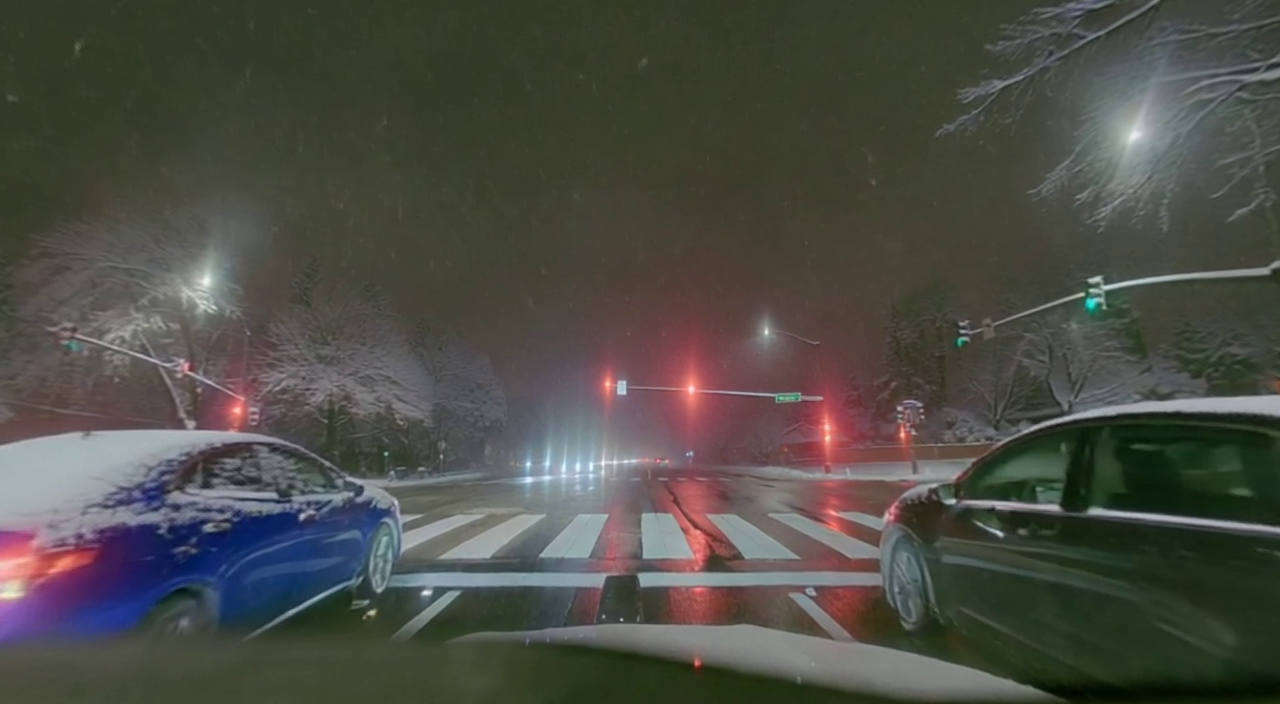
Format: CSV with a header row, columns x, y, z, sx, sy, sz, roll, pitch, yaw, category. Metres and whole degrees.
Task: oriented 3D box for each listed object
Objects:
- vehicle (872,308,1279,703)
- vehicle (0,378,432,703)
x,y,z,sx,sy,sz,roll,pitch,yaw,category
2.873,0.838,2.628,2.099,1.671,4.491,0,-8,0,vehicle
-3.011,1.122,4.107,1.969,1.513,3.773,0,-8,1,vehicle
